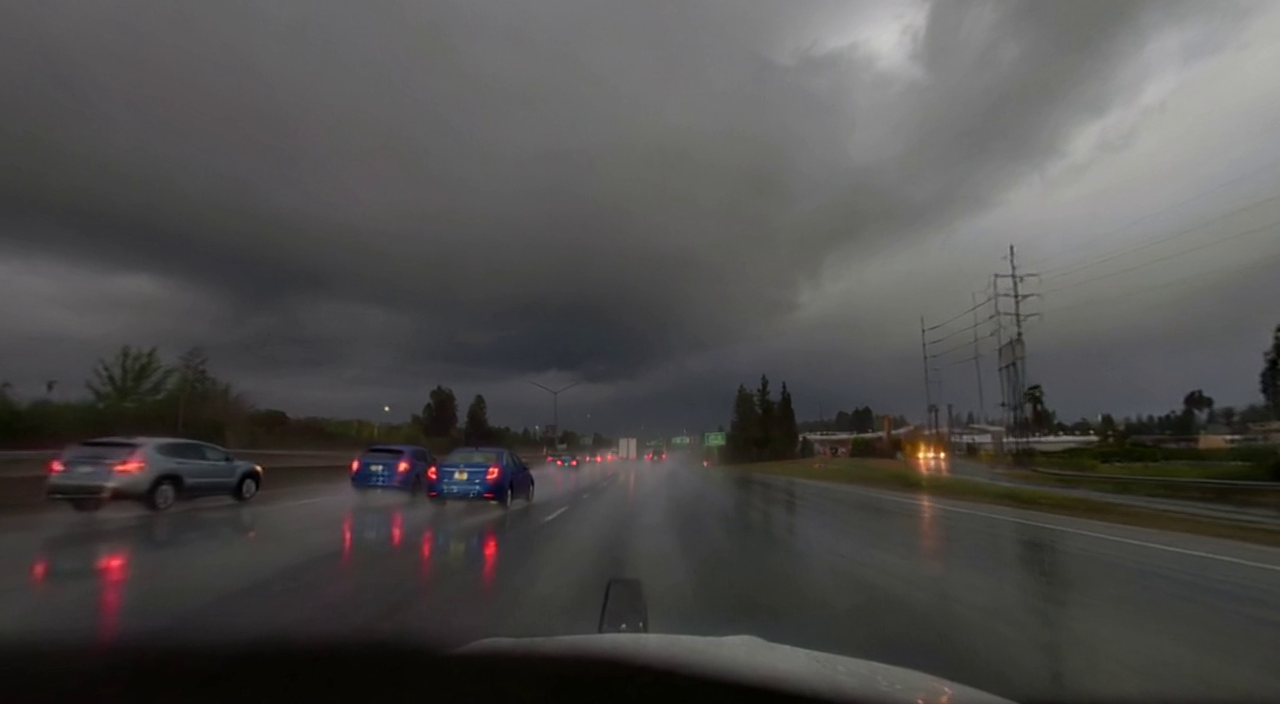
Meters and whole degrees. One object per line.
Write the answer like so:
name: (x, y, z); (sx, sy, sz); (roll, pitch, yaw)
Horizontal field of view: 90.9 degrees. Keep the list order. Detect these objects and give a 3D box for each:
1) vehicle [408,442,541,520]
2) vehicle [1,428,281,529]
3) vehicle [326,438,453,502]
vehicle: (-3.580, 2.843, 14.418); (1.953, 1.511, 3.704); (0, -8, 1)
vehicle: (-10.556, 2.683, 14.065); (2.044, 1.810, 5.016); (0, -8, 1)
vehicle: (-7.332, 3.482, 19.025); (1.970, 1.682, 4.297); (0, -8, 2)
